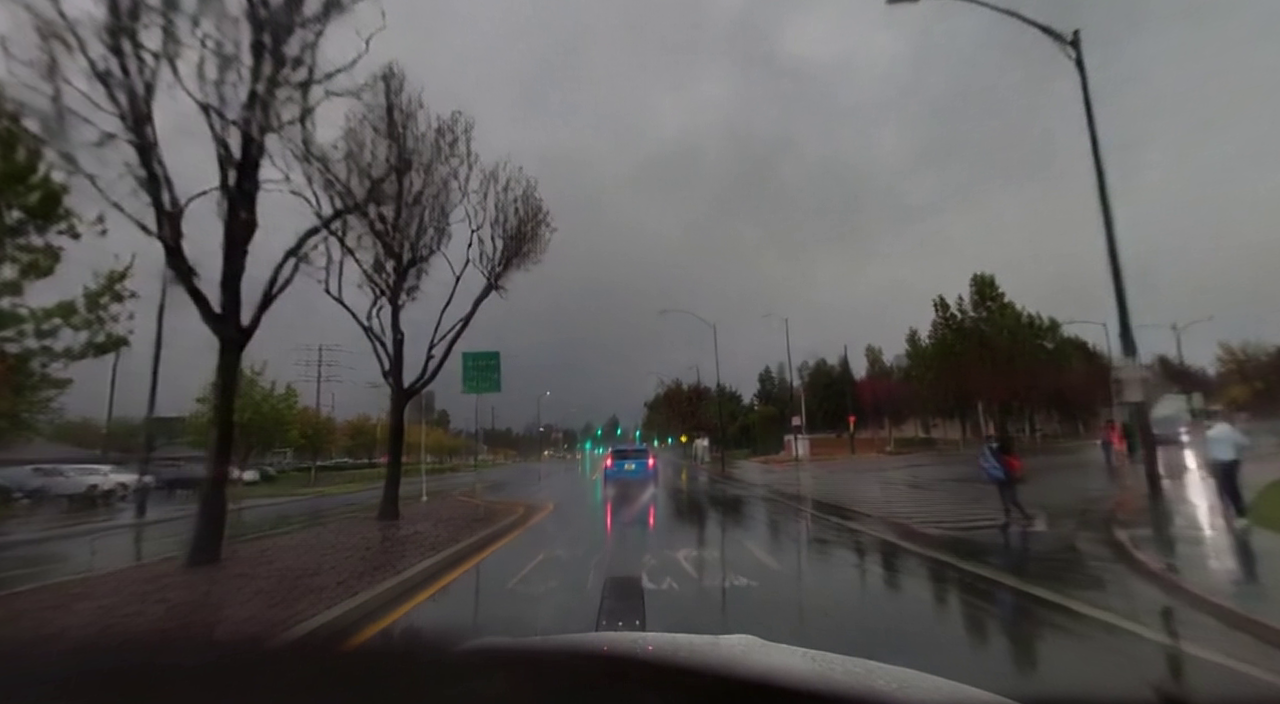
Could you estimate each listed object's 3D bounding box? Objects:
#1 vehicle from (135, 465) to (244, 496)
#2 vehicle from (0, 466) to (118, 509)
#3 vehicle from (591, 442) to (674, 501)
[{"bbox_3d":[-22.940,6.542,32.299,4.086,1.478,1.844,0,-9,-4],"label":"vehicle"},{"bbox_3d":[-23.287,5.200,24.462,4.204,1.522,1.998,0,-9,-3],"label":"vehicle"},{"bbox_3d":[-0.207,3.562,19.243,2.221,1.570,4.398,0,-9,0],"label":"vehicle"}]
